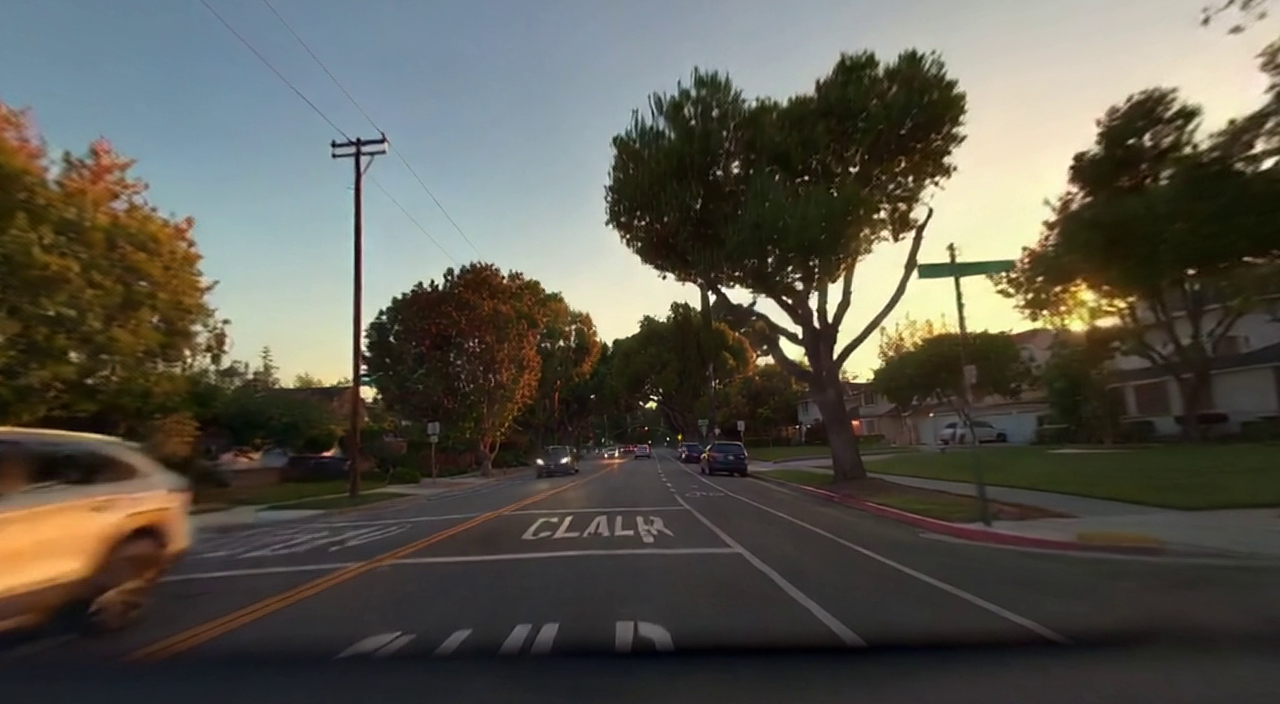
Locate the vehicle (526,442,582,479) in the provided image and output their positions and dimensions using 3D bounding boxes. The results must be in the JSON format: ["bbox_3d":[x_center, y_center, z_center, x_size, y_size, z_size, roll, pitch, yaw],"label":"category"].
[{"bbox_3d":[-4.467,5.759,33.835,2.091,1.793,5.296,-1,-8,2],"label":"vehicle"}]

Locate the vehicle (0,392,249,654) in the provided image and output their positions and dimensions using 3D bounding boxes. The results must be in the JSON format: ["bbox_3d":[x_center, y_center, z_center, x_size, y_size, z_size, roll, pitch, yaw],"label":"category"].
[{"bbox_3d":[-5.836,1.434,5.339,2.037,1.948,4.621,-4,-9,2],"label":"vehicle"}]

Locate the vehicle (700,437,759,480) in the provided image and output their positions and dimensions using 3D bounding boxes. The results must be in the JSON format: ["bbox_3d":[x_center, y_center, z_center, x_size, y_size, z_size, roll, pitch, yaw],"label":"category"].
[{"bbox_3d":[3.874,4.740,28.313,2.087,1.725,4.986,-1,-9,2],"label":"vehicle"}]

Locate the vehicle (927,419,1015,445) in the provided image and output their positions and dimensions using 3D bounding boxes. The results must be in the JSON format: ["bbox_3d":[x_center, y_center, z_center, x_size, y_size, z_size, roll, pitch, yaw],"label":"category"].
[{"bbox_3d":[22.321,5.417,42.724,4.799,1.678,2.002,0,-9,-4],"label":"vehicle"}]

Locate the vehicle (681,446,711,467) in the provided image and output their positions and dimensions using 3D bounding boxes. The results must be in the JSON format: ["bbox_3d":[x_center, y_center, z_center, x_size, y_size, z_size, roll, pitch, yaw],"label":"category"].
[{"bbox_3d":[4.168,7.800,47.416,1.874,1.415,4.683,-1,-9,0],"label":"vehicle"}]
